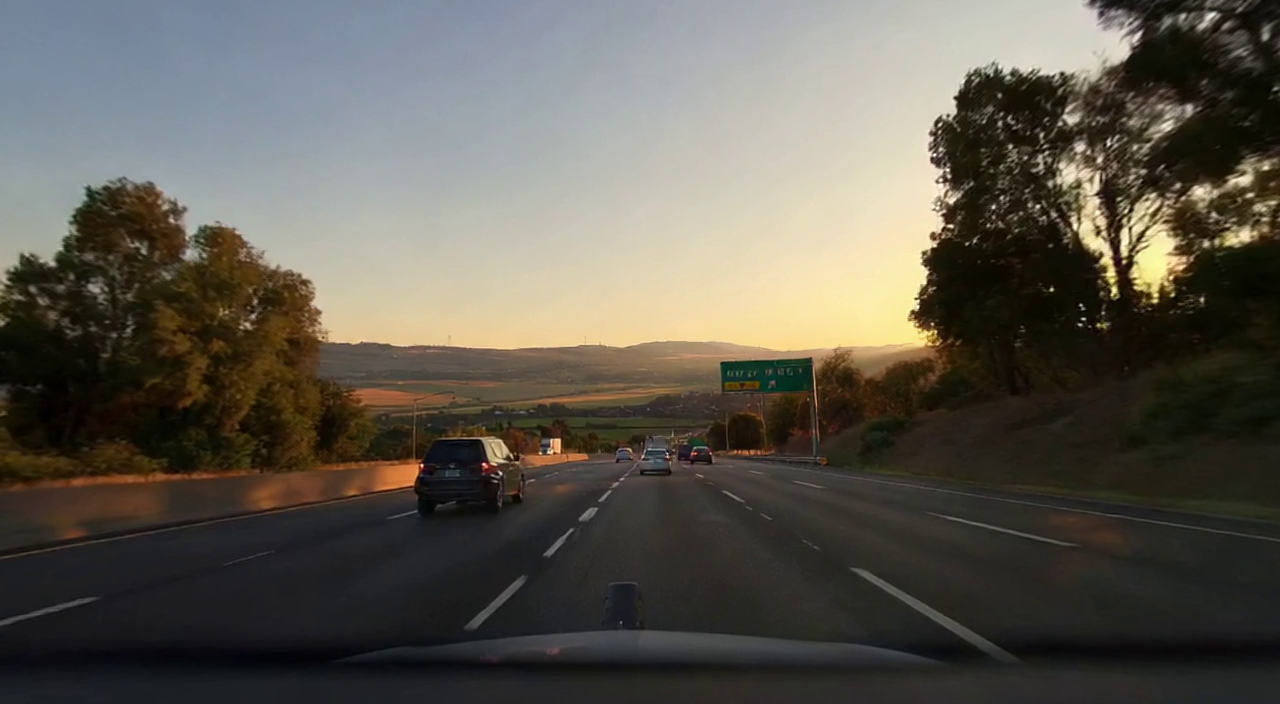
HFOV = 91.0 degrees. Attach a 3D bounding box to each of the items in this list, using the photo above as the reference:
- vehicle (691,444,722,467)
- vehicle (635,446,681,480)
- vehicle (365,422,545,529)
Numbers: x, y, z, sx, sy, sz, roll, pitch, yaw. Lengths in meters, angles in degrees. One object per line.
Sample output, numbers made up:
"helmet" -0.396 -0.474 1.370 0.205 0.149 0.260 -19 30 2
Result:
"vehicle" 5.150 8.097 49.444 1.975 1.650 4.257 0 -9 0
"vehicle" 0.816 5.131 29.353 2.004 1.471 4.032 0 -9 1
"vehicle" -3.363 2.351 12.538 2.142 1.724 4.344 0 -9 1
